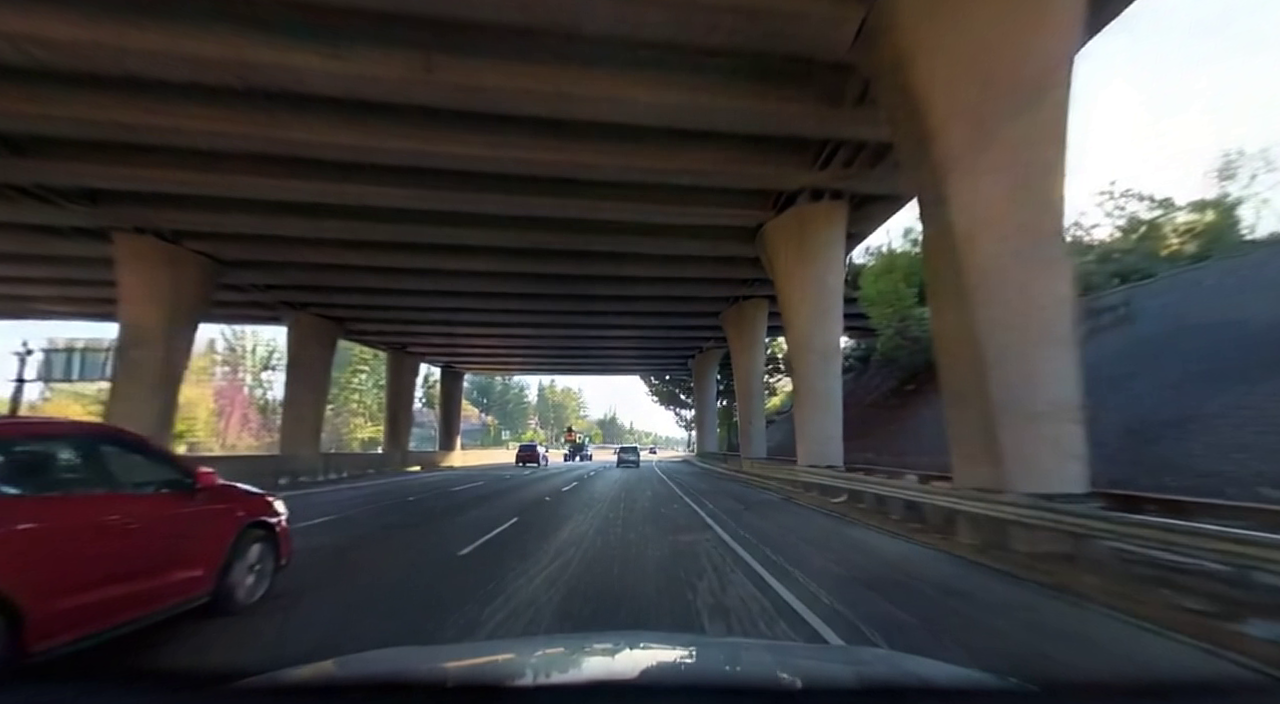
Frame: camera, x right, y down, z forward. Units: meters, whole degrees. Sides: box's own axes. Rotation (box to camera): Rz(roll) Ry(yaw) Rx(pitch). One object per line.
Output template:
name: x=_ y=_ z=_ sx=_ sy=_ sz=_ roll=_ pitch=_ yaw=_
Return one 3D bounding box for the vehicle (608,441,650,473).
vehicle: x=-0.613 y=6.106 z=36.858 sx=2.336 sy=1.722 sz=4.212 roll=0 pitch=-8 yaw=0

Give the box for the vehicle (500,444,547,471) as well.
vehicle: x=-7.696 y=7.012 z=42.093 sx=2.115 sy=1.644 sz=4.513 roll=0 pitch=-8 yaw=2

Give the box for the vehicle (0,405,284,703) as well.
vehicle: x=-4.100 y=1.010 z=3.206 sx=1.961 sy=1.450 sz=4.496 roll=0 pitch=-8 yaw=0
